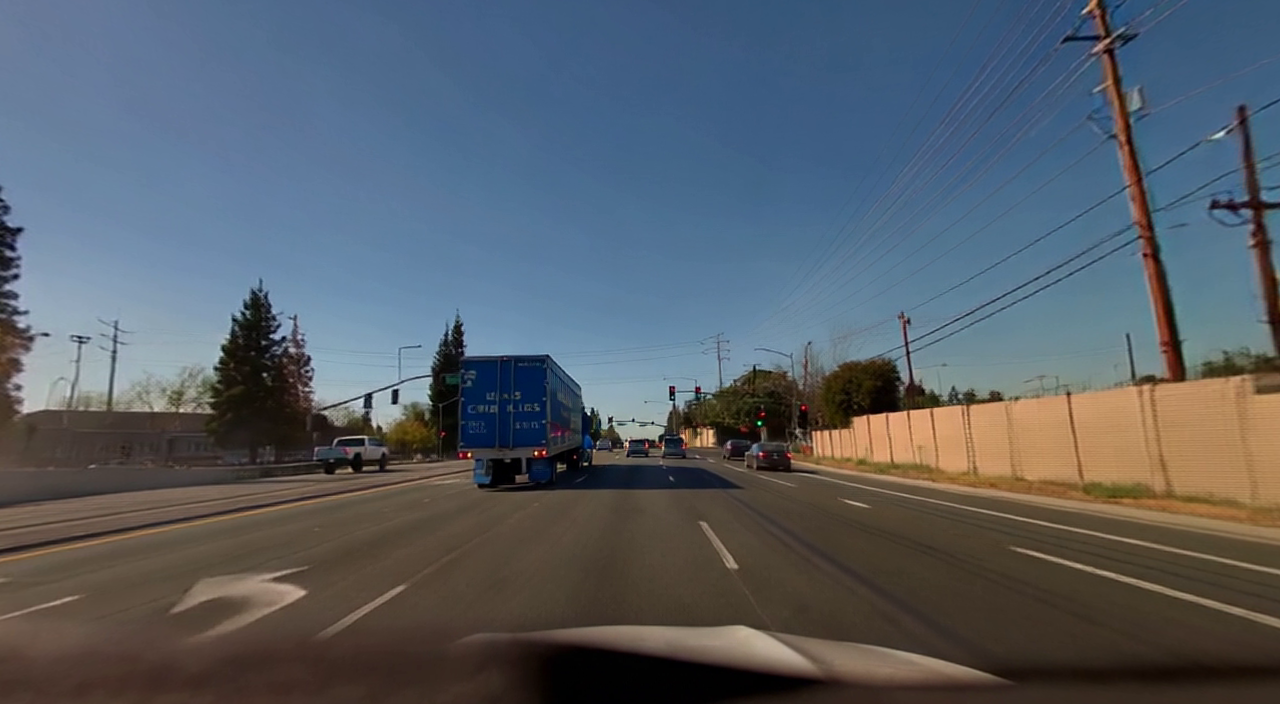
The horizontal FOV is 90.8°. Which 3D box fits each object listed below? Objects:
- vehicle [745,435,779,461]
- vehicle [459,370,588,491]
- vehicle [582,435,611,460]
[{"bbox_3d":[8.277,6.505,42.824,2.102,1.662,4.533,-2,-9,11],"label":"vehicle"},{"bbox_3d":[-3.586,2.798,21.854,2.889,3.347,8.285,0,-8,0],"label":"vehicle"},{"bbox_3d":[-3.340,7.470,49.291,1.994,1.806,4.564,0,-8,0],"label":"vehicle"}]
